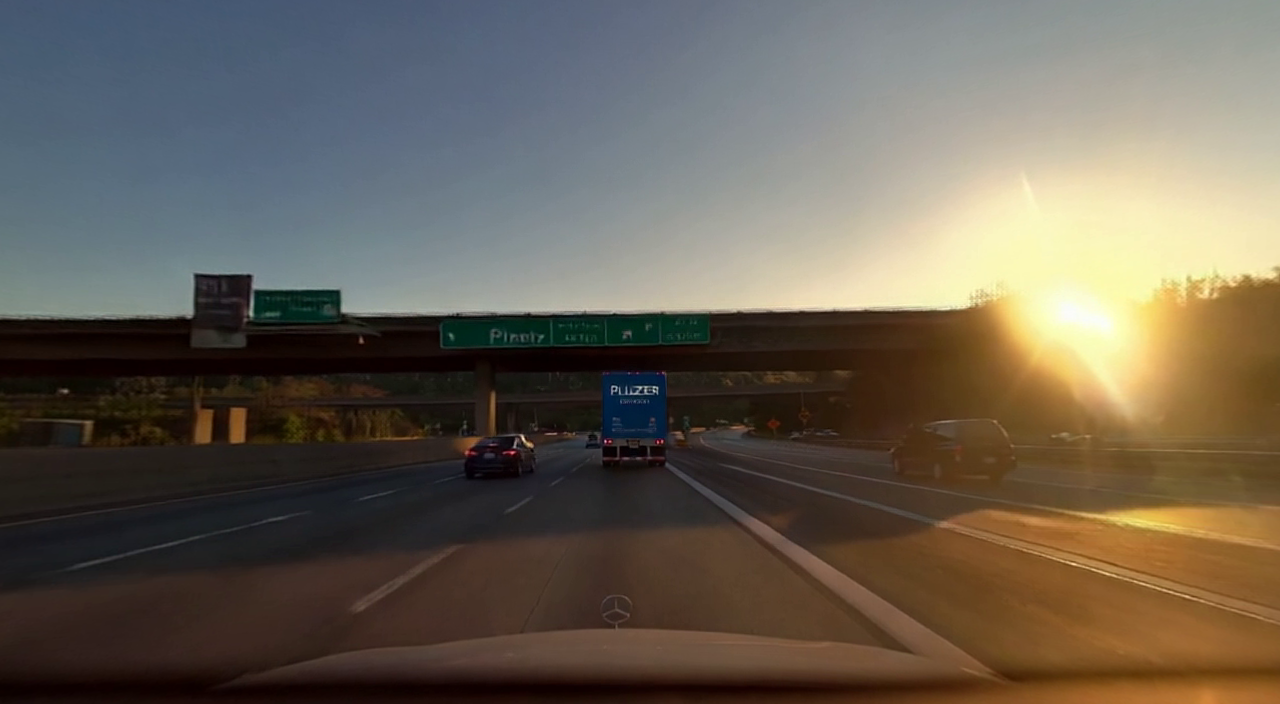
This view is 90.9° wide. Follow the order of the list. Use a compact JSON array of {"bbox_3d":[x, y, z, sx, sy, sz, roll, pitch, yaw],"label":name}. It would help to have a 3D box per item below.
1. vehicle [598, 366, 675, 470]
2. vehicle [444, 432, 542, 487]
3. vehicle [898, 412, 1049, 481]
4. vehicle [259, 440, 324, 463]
[{"bbox_3d":[-0.337,3.307,30.035,2.926,3.959,11.818,0,-8,-2],"label":"vehicle"},{"bbox_3d":[-4.221,3.127,18.782,1.943,1.446,4.158,0,-8,0],"label":"vehicle"},{"bbox_3d":[9.934,2.868,19.286,2.052,1.841,4.481,0,-8,-1],"label":"vehicle"},{"bbox_3d":[-24.315,6.926,44.166,1.869,1.515,4.759,0,-8,-1],"label":"vehicle"}]
